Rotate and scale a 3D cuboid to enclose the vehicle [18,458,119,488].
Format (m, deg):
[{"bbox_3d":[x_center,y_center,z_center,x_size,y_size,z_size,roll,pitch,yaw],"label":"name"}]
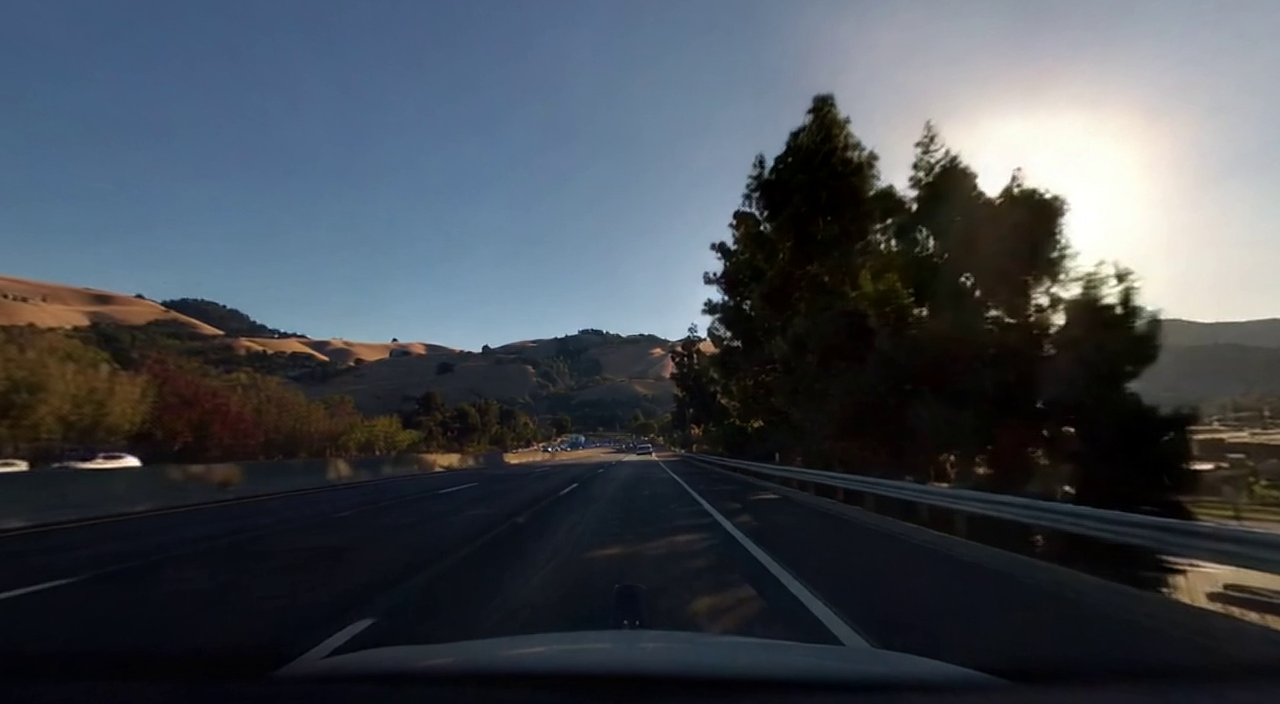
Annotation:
[{"bbox_3d":[-35.957,7.607,39.781,1.983,1.693,4.596,0,-9,1],"label":"vehicle"}]
